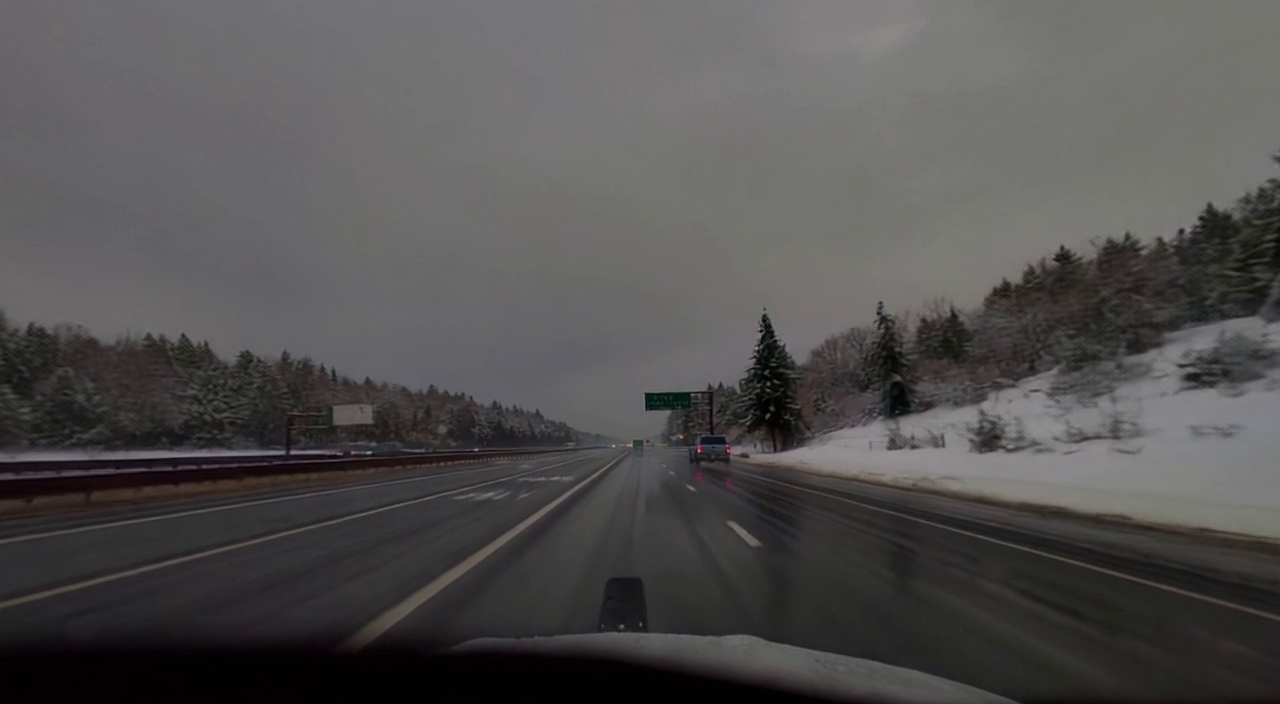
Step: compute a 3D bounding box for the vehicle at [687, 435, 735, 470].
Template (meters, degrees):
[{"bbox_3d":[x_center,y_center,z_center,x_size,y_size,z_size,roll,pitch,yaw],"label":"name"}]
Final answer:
[{"bbox_3d":[4.107,5.944,37.475,2.172,1.930,4.879,0,-8,-1],"label":"vehicle"}]
